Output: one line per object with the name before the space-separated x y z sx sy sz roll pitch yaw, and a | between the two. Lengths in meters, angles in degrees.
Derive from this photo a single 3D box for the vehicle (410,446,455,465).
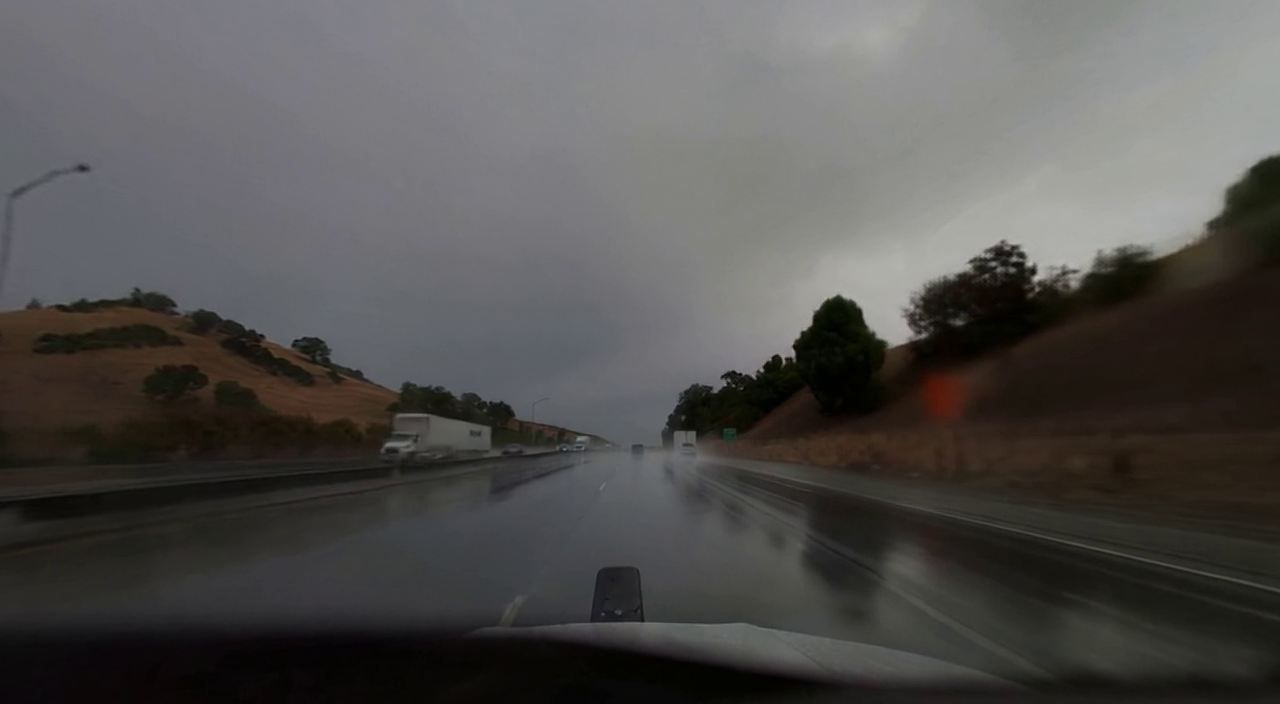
vehicle | -16.305 8.132 49.669 1.888 1.462 4.599 -1 -8 2
